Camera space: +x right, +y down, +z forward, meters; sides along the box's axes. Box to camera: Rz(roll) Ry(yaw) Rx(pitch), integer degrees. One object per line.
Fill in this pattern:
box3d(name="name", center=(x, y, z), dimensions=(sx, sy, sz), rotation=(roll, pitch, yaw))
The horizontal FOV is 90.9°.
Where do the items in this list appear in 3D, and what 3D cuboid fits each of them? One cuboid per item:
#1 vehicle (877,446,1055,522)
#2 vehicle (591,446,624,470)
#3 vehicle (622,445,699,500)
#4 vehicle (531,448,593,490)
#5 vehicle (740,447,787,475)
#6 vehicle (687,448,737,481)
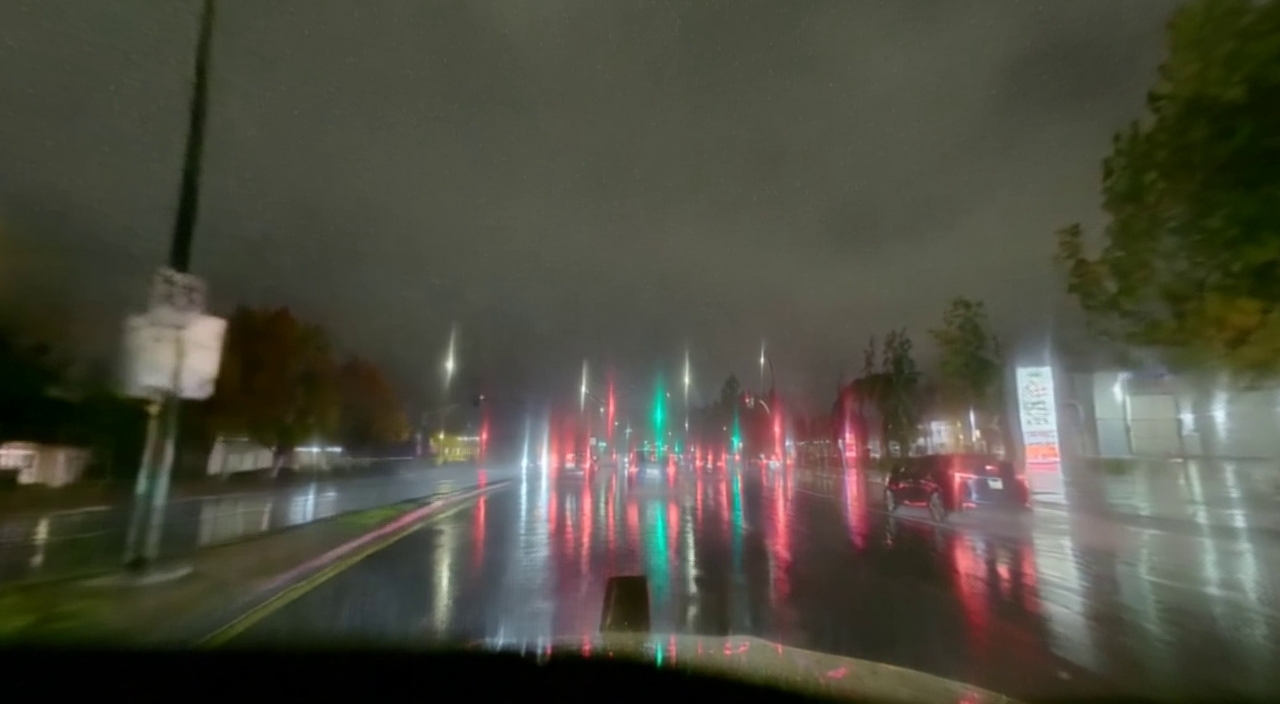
box3d(name="vehicle", center=(7.471, 3.034, 15.062), dimensions=(1.892, 1.515, 4.400), rotation=(0, -9, 0))
box3d(name="vehicle", center=(-2.416, 8.020, 47.931), dimensions=(2.219, 1.699, 4.090), rotation=(0, -9, 1))
box3d(name="vehicle", center=(0.601, 3.612, 19.222), dimensions=(2.096, 1.473, 3.893), rotation=(0, -9, 1))
box3d(name="vehicle", center=(-2.875, 4.431, 24.210), dimensions=(1.938, 1.472, 4.399), rotation=(0, -9, -2))
box3d(name="vehicle", center=(7.746, 6.878, 39.962), dimensions=(2.044, 1.701, 4.397), rotation=(0, -9, 0))
box3d(name="vehicle", center=(3.518, 5.602, 31.618), dimensions=(1.988, 1.528, 4.144), rotation=(0, -9, -1))
